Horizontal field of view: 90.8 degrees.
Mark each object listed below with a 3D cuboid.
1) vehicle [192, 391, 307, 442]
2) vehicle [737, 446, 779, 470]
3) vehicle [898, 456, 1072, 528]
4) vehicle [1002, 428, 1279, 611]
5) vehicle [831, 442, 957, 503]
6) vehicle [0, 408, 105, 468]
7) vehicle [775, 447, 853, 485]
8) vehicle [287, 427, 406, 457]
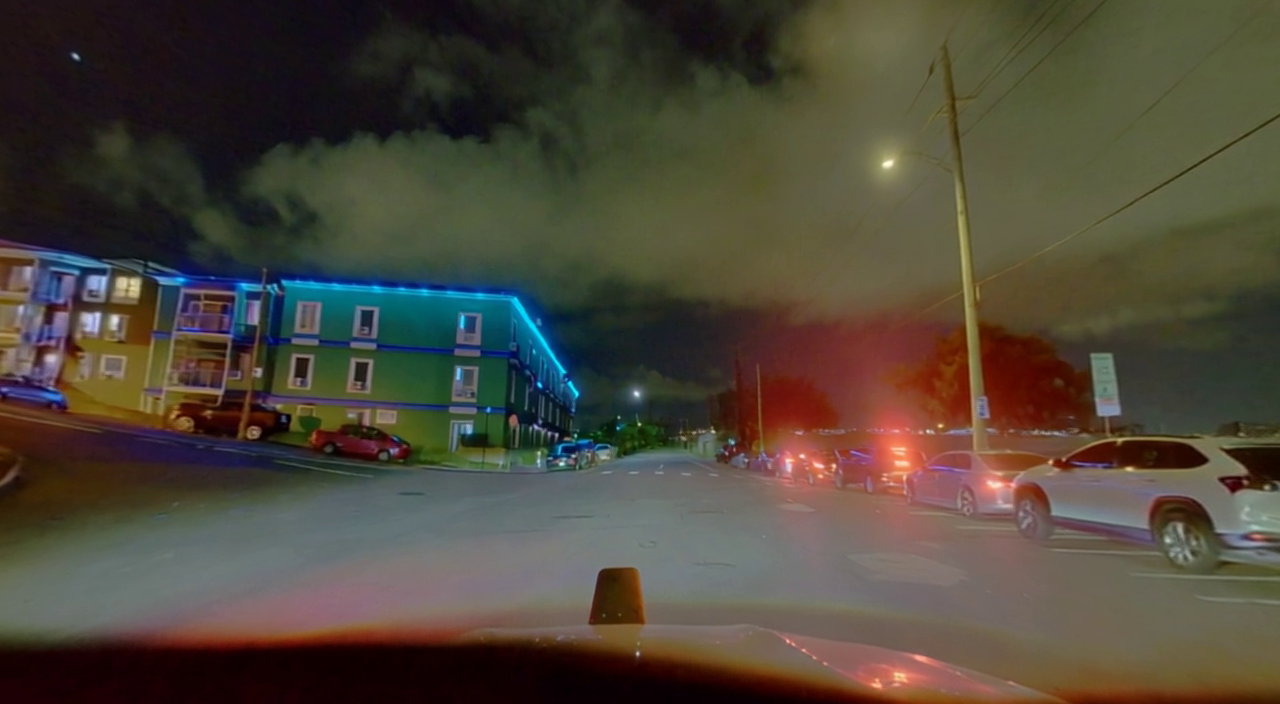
[{"bbox_3d":[-18.718,3.106,30.285,4.598,1.645,2.019,8,-5,20],"label":"vehicle"},{"bbox_3d":[7.716,6.917,41.572,1.901,1.495,4.340,0,-8,0],"label":"vehicle"},{"bbox_3d":[7.812,3.165,14.851,1.900,1.368,4.176,-1,-8,3],"label":"vehicle"},{"bbox_3d":[7.500,2.012,8.689,2.181,1.792,5.066,0,-8,2],"label":"vehicle"},{"bbox_3d":[7.919,3.770,20.292,1.917,1.704,4.840,0,-8,-2],"label":"vehicle"},{"bbox_3d":[-16.525,2.356,17.197,4.175,1.436,2.017,-7,-11,37],"label":"vehicle"},{"bbox_3d":[7.850,5.176,29.008,2.122,1.554,4.777,0,-8,-1],"label":"vehicle"},{"bbox_3d":[-13.600,4.194,29.531,4.603,1.335,1.889,1,-9,-8],"label":"vehicle"}]
